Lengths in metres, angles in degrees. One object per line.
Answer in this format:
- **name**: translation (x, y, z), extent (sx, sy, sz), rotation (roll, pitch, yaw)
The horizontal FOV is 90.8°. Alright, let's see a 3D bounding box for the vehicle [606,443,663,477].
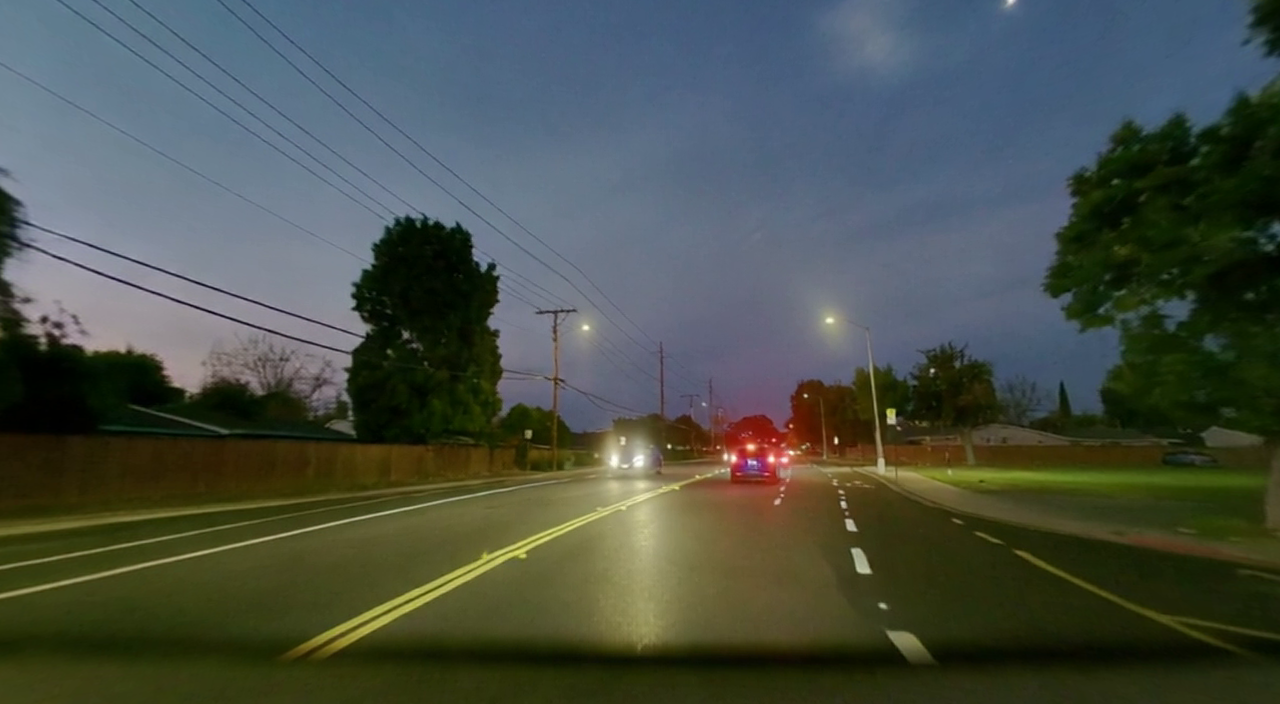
- **vehicle**: translation (-0.214, 5.756, 33.978), extent (2.226, 1.664, 4.342), rotation (-2, -9, 11)

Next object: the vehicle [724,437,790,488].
- **vehicle**: translation (4.327, 4.006, 23.194), extent (2.139, 1.699, 3.916), rotation (-2, -9, 12)
